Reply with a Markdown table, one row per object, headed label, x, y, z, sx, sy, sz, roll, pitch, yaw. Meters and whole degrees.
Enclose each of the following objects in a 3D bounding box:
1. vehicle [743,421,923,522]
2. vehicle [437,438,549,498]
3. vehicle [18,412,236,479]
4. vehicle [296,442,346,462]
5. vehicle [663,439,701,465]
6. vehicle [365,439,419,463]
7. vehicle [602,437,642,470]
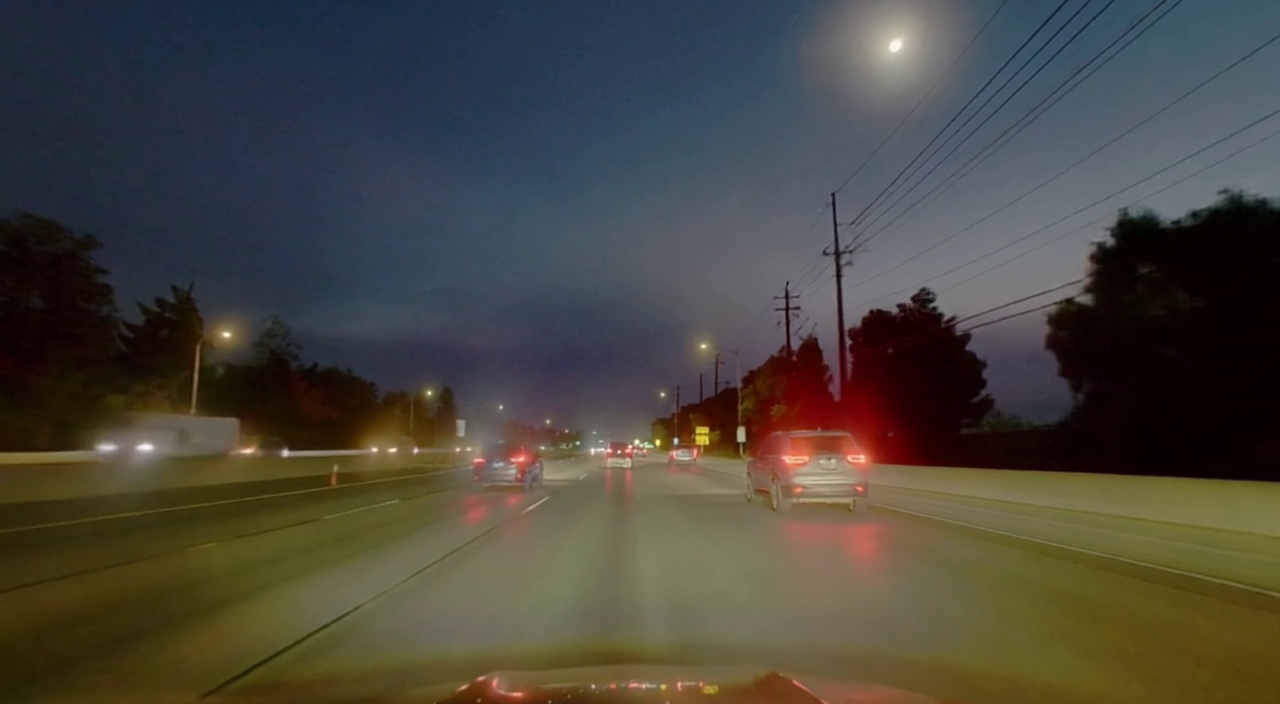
| label | x | y | z | sx | sy | sz | roll | pitch | yaw |
| --- | --- | --- | --- | --- | --- | --- | --- | --- | --- |
| vehicle | 3.732 | 2.412 | 13.298 | 2.102 | 1.723 | 4.745 | 0 | -8 | -2 |
| vehicle | -4.253 | 3.437 | 19.257 | 2.091 | 1.562 | 5.220 | 0 | -8 | 1 |
| vehicle | -16.529 | 3.103 | 20.961 | 2.305 | 1.901 | 5.934 | 0 | -8 | -1 |
| vehicle | -24.914 | 7.824 | 49.423 | 1.806 | 1.445 | 4.241 | 0 | -8 | -2 |
| vehicle | 2.947 | 7.165 | 45.393 | 2.099 | 1.720 | 4.829 | 0 | -8 | -3 |
| vehicle | -17.252 | 6.896 | 44.030 | 1.984 | 1.524 | 4.452 | 0 | -8 | 0 |
| vehicle | -1.039 | 5.867 | 36.570 | 2.192 | 1.769 | 4.287 | 0 | -8 | -2 |
